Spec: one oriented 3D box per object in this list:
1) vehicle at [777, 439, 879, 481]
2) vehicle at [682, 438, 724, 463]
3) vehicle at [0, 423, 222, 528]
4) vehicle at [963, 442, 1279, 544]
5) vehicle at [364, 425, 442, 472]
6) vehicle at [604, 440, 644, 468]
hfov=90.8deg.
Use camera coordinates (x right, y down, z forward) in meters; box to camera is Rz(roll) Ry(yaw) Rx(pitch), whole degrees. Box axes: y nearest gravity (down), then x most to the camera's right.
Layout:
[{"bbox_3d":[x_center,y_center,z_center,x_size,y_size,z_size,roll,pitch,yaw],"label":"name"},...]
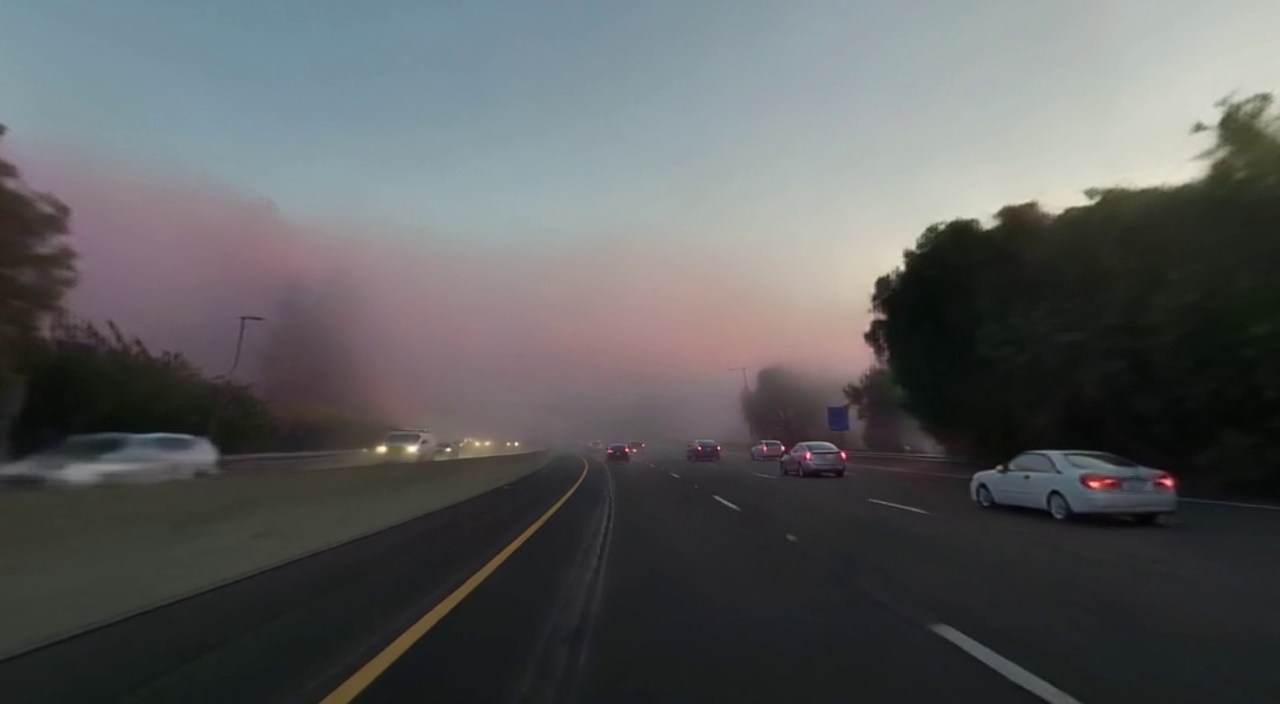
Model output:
[{"bbox_3d":[7.290,4.265,25.150,2.196,1.494,4.735,1,-9,-6],"label":"vehicle"},{"bbox_3d":[4.210,6.702,42.998,2.094,1.652,3.955,1,-9,-5],"label":"vehicle"},{"bbox_3d":[-9.670,2.047,10.995,1.844,1.451,4.488,0,-9,-3],"label":"vehicle"},{"bbox_3d":[7.949,2.298,11.056,2.042,1.390,4.386,1,-9,-4],"label":"vehicle"},{"bbox_3d":[-10.528,4.342,28.422,2.064,1.918,4.078,0,-9,-3],"label":"vehicle"},{"bbox_3d":[-0.985,5.824,36.183,2.090,1.510,4.280,1,-9,-4],"label":"vehicle"}]
